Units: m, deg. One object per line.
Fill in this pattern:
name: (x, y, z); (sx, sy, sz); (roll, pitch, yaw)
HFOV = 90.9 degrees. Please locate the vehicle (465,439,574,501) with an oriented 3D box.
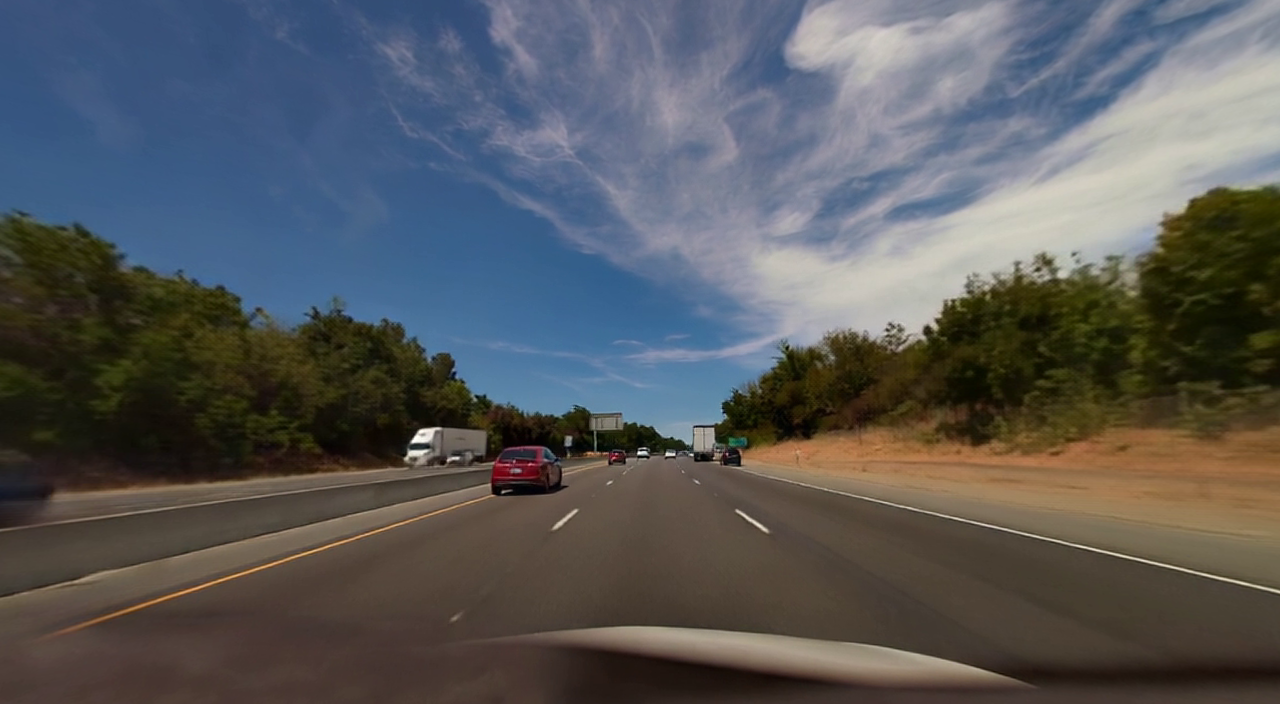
vehicle: (-3.281, 3.345, 18.277); (2.085, 1.530, 4.809); (0, -9, 2)

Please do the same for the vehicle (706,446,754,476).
vehicle: (5.034, 6.151, 35.697); (2.176, 1.598, 3.878); (0, -9, 1)
